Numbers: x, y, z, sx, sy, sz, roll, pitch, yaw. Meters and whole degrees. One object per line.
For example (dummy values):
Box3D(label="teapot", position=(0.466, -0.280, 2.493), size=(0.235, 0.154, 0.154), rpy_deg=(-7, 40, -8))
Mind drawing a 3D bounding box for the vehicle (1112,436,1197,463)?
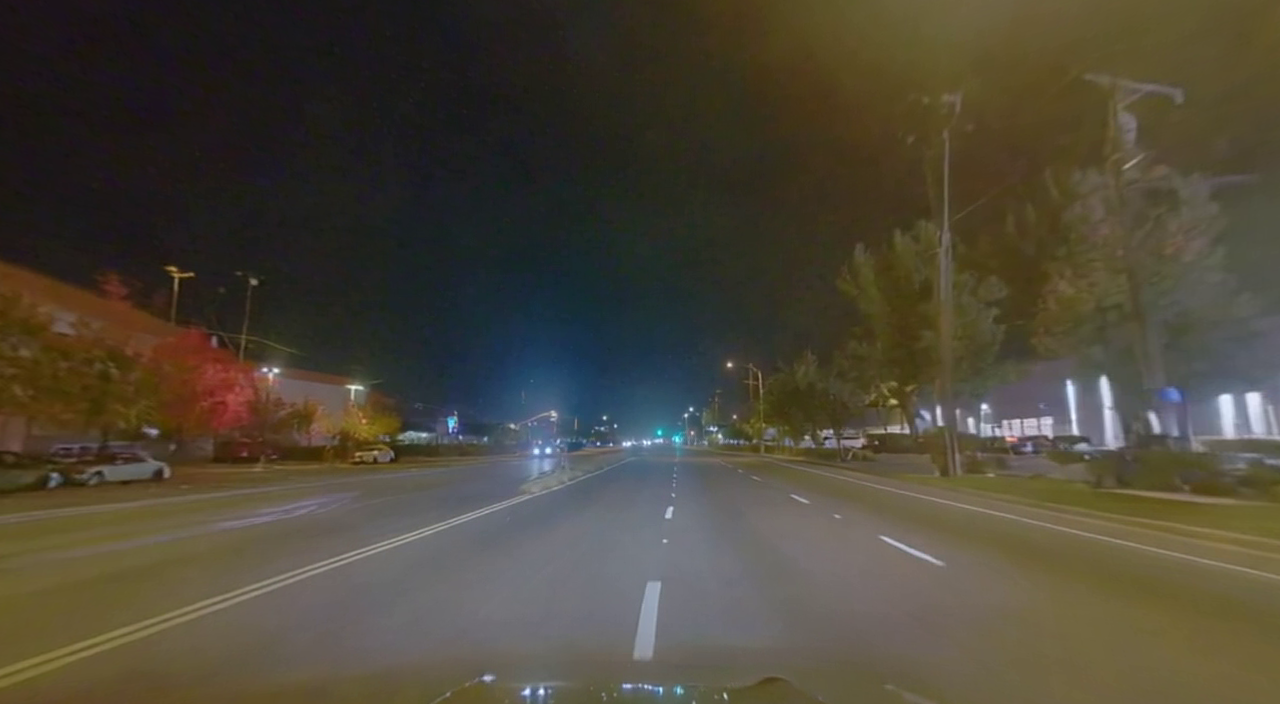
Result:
Box3D(label="vehicle", position=(31.228, 5.927, 38.530), size=(1.825, 1.572, 4.229), rpy_deg=(0, -9, 4))

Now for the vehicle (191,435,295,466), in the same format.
Box3D(label="vehicle", position=(-27.170, 6.753, 43.502), size=(2.139, 1.987, 5.536), rpy_deg=(-5, -10, 32))

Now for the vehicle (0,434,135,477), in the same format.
Box3D(label="vehicle", position=(-25.590, 4.585, 28.029), size=(4.620, 1.801, 2.017), rpy_deg=(0, -9, 3))

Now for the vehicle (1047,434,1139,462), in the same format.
Box3D(label="vehicle", position=(28.049, 5.978, 39.359), size=(2.129, 1.652, 5.150), rpy_deg=(0, -9, 3))

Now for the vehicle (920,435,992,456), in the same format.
Box3D(label="vehicle", position=(22.343, 6.618, 44.761), size=(4.095, 1.386, 1.784), rpy_deg=(0, -8, 1))
